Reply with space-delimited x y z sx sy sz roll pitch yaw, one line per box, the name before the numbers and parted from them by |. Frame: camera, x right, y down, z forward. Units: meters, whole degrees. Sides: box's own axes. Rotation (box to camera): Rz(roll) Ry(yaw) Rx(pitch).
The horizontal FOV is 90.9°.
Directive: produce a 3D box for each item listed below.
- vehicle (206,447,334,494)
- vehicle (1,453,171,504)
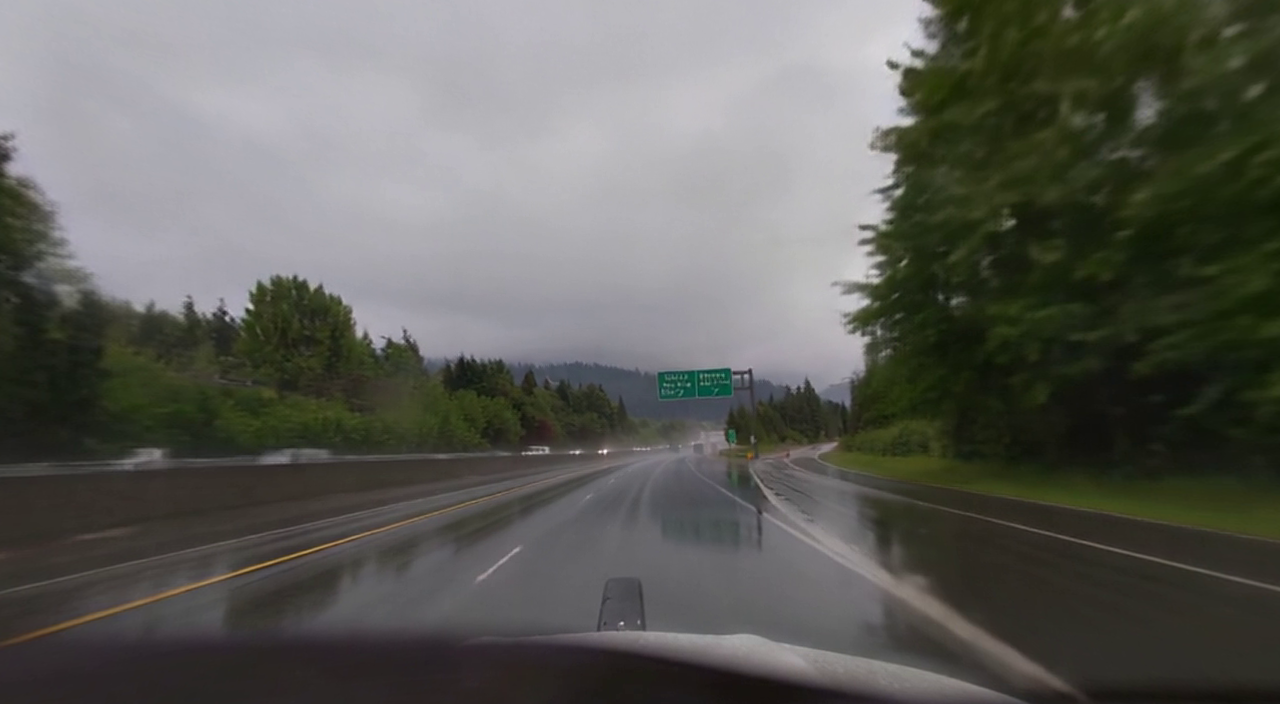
vehicle | -13.873 4.454 24.019 1.996 1.606 4.535 0 -9 2
vehicle | -18.210 4.142 21.036 1.993 1.503 3.964 0 -9 1
